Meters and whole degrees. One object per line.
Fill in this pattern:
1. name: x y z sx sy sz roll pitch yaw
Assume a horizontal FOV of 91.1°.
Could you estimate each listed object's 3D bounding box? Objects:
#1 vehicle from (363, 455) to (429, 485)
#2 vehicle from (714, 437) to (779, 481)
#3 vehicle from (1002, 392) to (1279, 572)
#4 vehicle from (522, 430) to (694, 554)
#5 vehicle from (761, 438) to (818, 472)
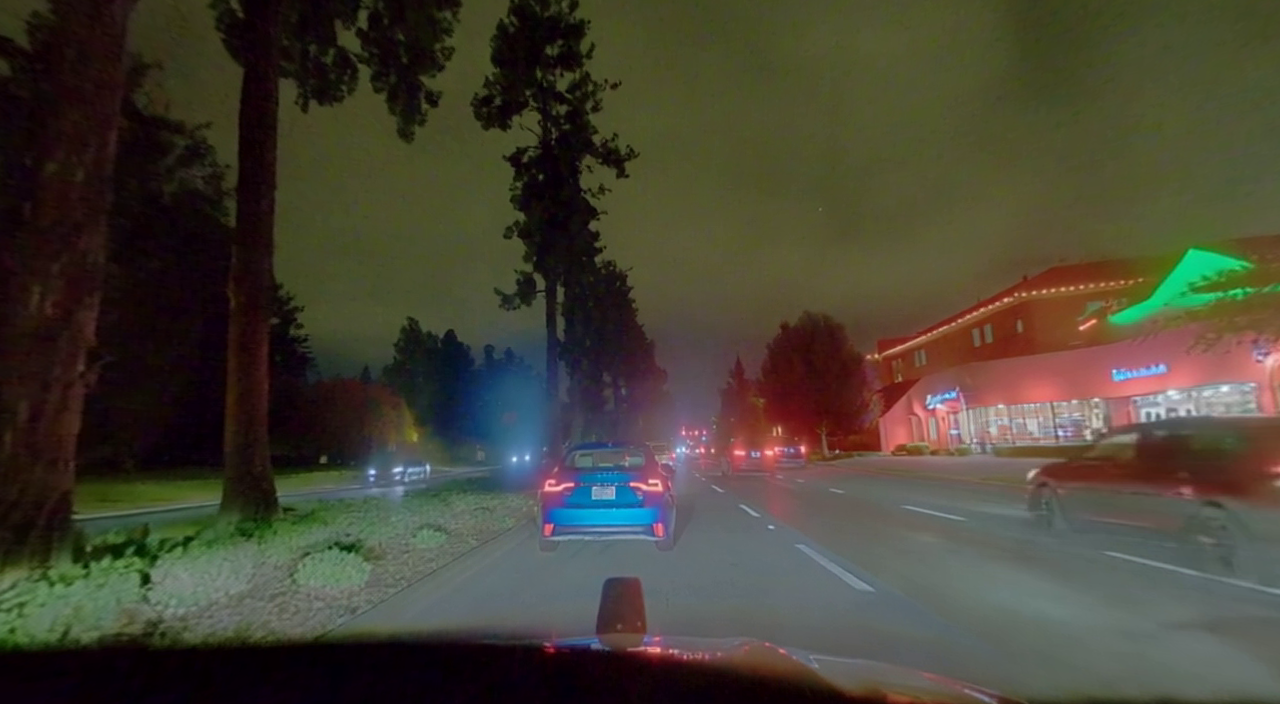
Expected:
1. vehicle: -13.538 6.554 35.165 1.900 1.508 4.459 0 -8 0
2. vehicle: 4.271 4.367 25.828 1.971 1.637 4.317 0 -8 1
3. vehicle: 7.625 1.664 8.687 2.165 1.806 5.243 0 -8 1
4. vehicle: -0.357 2.023 9.791 2.111 1.506 4.018 0 -8 1
5. vehicle: 8.108 5.637 34.520 2.064 1.747 4.372 0 -8 1
